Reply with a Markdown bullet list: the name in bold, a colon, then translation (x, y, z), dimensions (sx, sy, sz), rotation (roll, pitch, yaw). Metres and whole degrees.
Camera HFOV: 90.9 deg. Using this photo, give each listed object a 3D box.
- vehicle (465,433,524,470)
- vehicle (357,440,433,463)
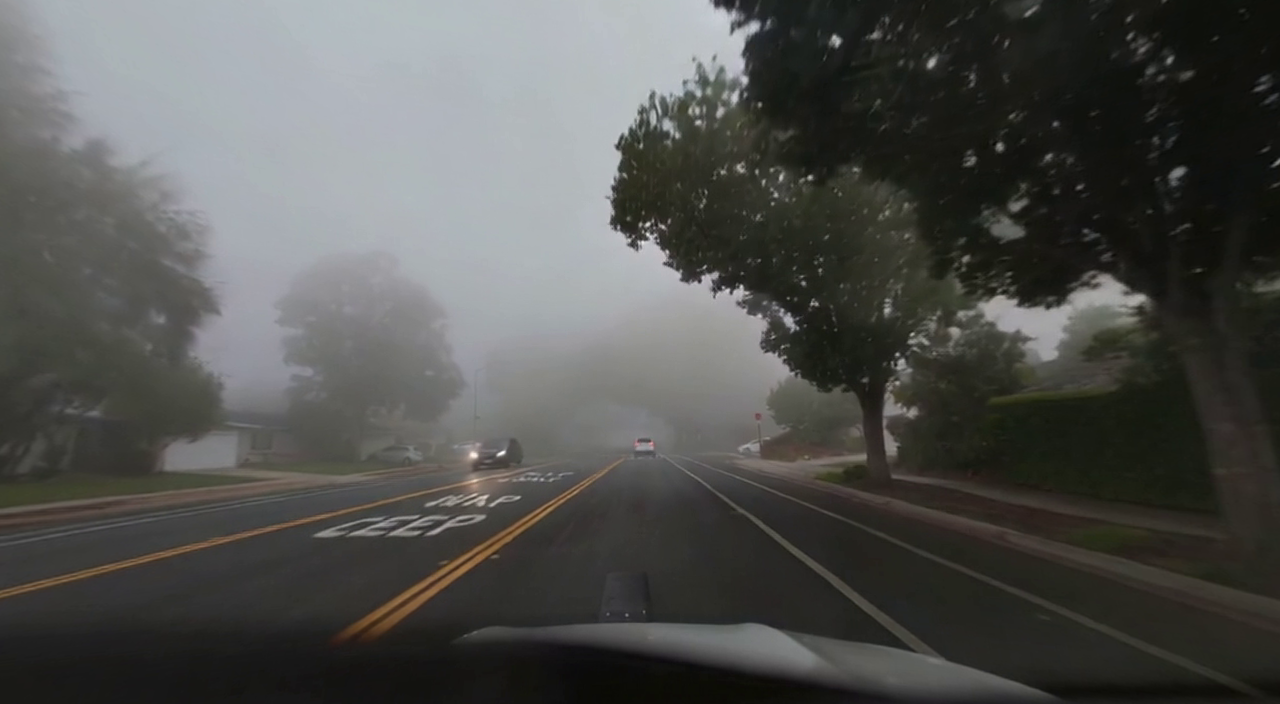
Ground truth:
- **vehicle**: translation (-7.403, 5.115, 32.559), dimensions (1.977, 1.753, 4.128), rotation (0, -8, 1)
- **vehicle**: translation (-17.933, 7.294, 46.345), dimensions (4.717, 1.605, 2.074), rotation (1, -8, -4)
